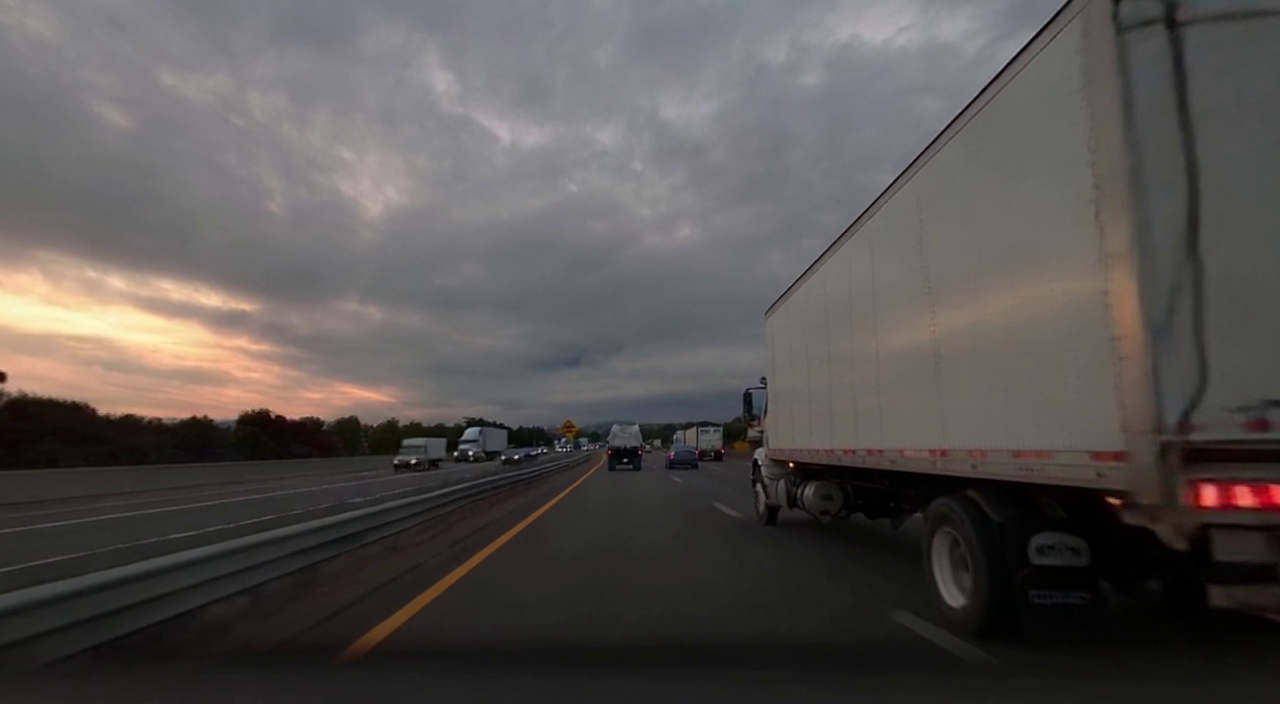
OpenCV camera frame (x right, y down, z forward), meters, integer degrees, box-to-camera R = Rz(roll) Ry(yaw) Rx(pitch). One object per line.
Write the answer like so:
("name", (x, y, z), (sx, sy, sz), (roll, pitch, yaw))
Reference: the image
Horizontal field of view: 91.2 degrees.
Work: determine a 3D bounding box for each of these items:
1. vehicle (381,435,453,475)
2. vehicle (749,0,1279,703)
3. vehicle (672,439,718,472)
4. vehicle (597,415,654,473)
("vehicle", (-14.019, 6.499, 39.802), (2.425, 2.339, 5.273), (-1, -9, 2))
("vehicle", (3.846, 0.489, 7.588), (2.972, 4.007, 10.643), (0, -9, -1))
("vehicle", (2.872, 5.502, 33.422), (2.127, 1.642, 3.899), (0, -9, 1))
("vehicle", (-0.624, 4.855, 33.070), (2.506, 2.743, 6.093), (-1, -9, 3))
